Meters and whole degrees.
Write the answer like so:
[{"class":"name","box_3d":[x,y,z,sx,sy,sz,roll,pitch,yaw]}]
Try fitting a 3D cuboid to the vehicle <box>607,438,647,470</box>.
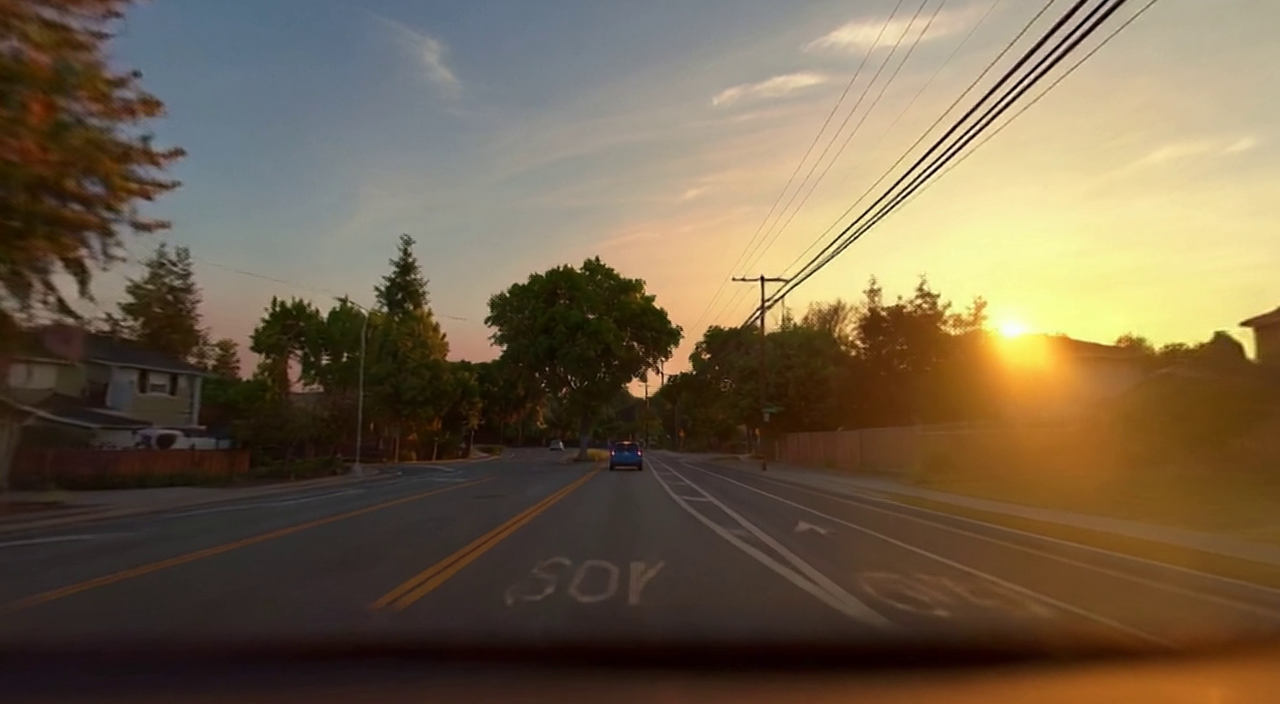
[{"class":"vehicle","box_3d":[-0.718,5.745,35.812,2.139,1.699,3.916,0,-8,-1]}]
